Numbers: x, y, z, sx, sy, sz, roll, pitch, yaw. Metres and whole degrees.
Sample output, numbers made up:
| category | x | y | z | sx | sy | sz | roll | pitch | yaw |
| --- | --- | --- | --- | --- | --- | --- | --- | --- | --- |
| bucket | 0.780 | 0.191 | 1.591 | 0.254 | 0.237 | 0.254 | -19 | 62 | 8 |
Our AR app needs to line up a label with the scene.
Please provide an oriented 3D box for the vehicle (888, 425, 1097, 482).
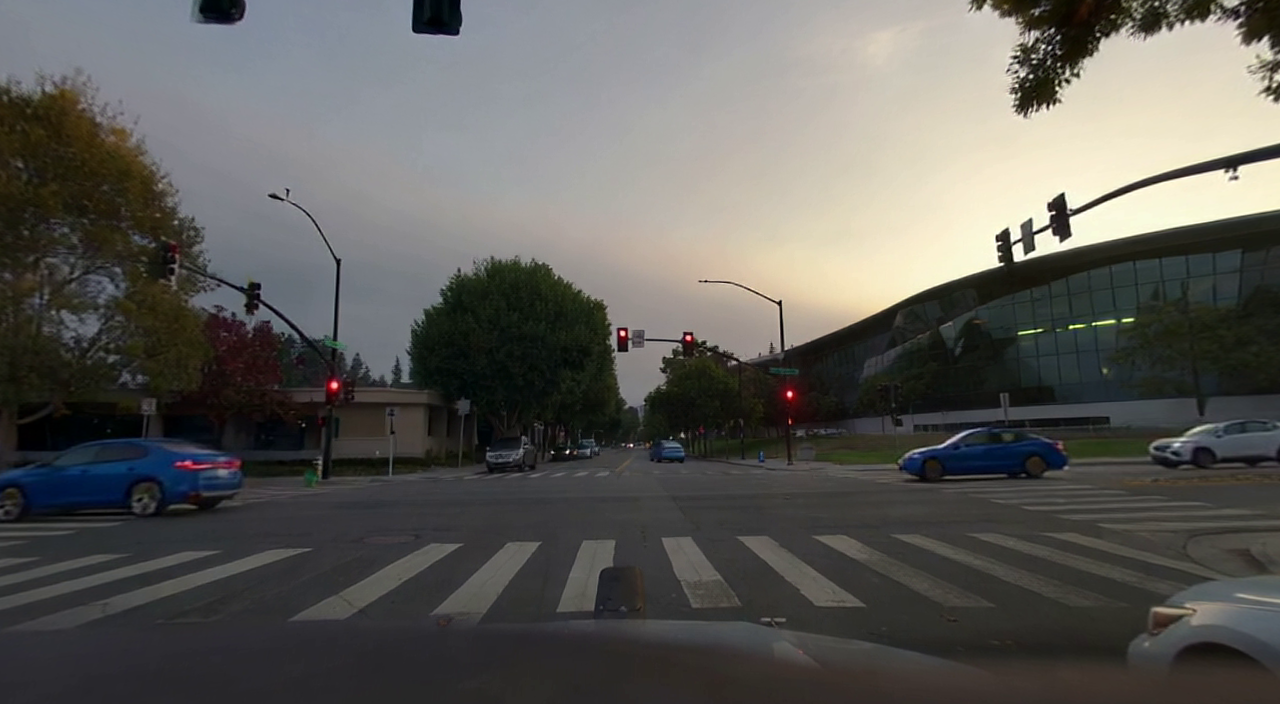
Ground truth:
| category | x | y | z | sx | sy | sz | roll | pitch | yaw |
| --- | --- | --- | --- | --- | --- | --- | --- | --- | --- |
| vehicle | 9.564 | 2.782 | 17.338 | 4.613 | 1.443 | 1.883 | 0 | -8 | 0 |

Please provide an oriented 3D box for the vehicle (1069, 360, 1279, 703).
| category | x | y | z | sx | sy | sz | roll | pitch | yaw |
| --- | --- | --- | --- | --- | --- | --- | --- | --- | --- |
| vehicle | 2.888 | 0.661 | 0.830 | 1.947 | 1.576 | 3.825 | 0 | -8 | 1 |

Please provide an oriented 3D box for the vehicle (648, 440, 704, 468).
| category | x | y | z | sx | sy | sz | roll | pitch | yaw |
| --- | --- | --- | --- | --- | --- | --- | --- | --- | --- |
| vehicle | 1.935 | 5.610 | 34.891 | 2.031 | 1.442 | 4.446 | 1 | -8 | -11 |

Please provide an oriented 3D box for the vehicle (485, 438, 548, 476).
| category | x | y | z | sx | sy | sz | roll | pitch | yaw |
| --- | --- | --- | --- | --- | --- | --- | --- | --- | --- |
| vehicle | -5.948 | 5.100 | 30.786 | 2.115 | 1.690 | 4.322 | 0 | -8 | 1 |

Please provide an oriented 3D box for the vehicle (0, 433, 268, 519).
| category | x | y | z | sx | sy | sz | roll | pitch | yaw |
| --- | --- | --- | --- | --- | --- | --- | --- | --- | --- |
| vehicle | -11.480 | 2.665 | 13.742 | 5.369 | 1.704 | 1.993 | 0 | -8 | 0 |
